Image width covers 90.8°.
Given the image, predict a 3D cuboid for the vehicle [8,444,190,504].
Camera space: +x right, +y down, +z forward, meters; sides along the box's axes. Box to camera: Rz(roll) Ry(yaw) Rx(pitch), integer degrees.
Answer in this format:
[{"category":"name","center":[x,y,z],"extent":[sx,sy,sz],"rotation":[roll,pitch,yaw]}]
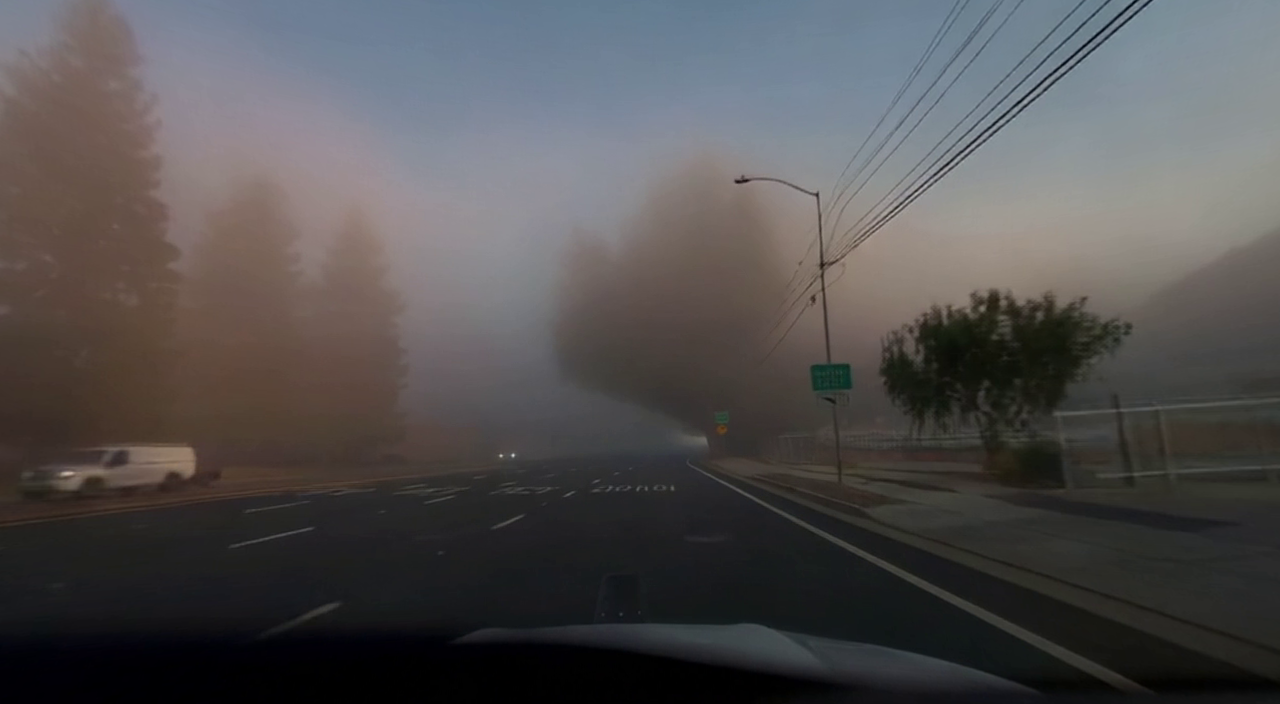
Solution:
[{"category":"vehicle","center":[-16.528,3.693,19.642],"extent":[1.925,1.649,4.010],"rotation":[-1,-8,4]}]
